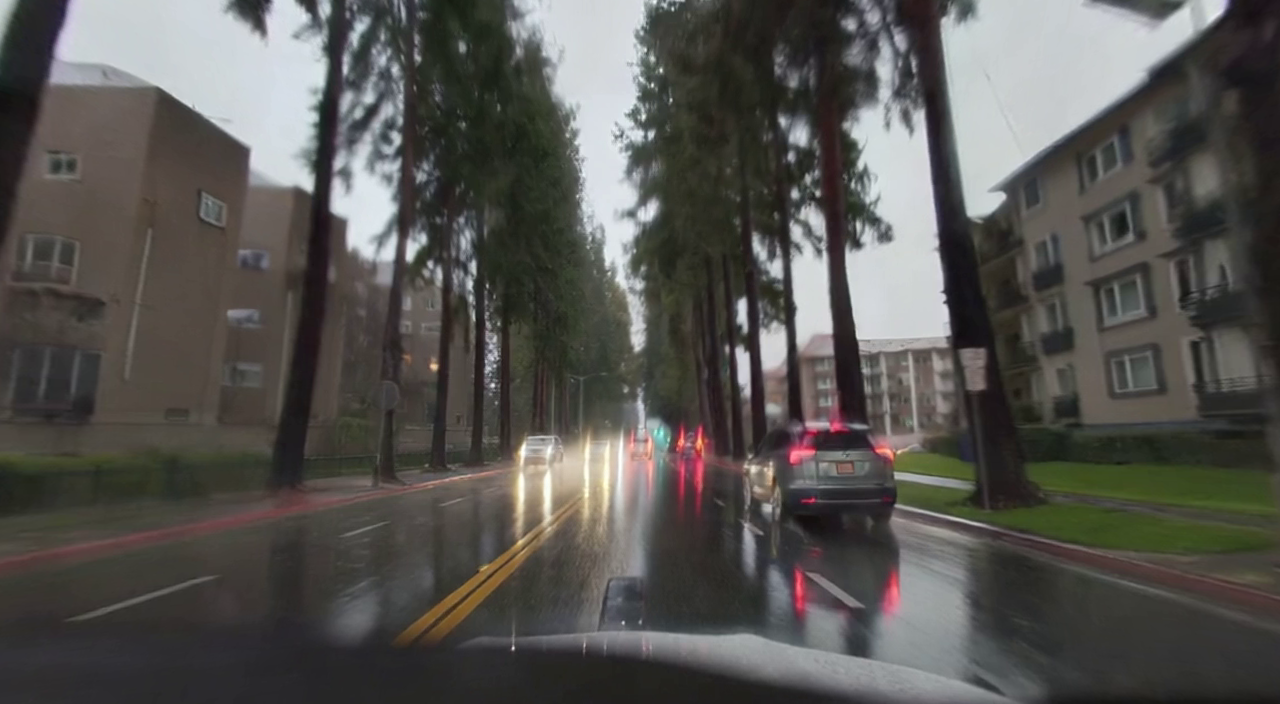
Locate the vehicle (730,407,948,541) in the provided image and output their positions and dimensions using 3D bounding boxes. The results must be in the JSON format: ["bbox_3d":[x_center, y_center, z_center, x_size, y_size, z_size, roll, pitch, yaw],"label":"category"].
[{"bbox_3d":[3.200,2.115,11.529,2.219,1.881,5.104,0,-8,-1],"label":"vehicle"}]

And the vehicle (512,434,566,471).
[{"bbox_3d":[-5.929,5.962,37.455,2.200,2.041,5.550,0,-8,1],"label":"vehicle"}]

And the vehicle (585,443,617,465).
[{"bbox_3d":[-2.633,6.993,43.236,1.941,1.409,3.975,0,-8,0],"label":"vehicle"}]
